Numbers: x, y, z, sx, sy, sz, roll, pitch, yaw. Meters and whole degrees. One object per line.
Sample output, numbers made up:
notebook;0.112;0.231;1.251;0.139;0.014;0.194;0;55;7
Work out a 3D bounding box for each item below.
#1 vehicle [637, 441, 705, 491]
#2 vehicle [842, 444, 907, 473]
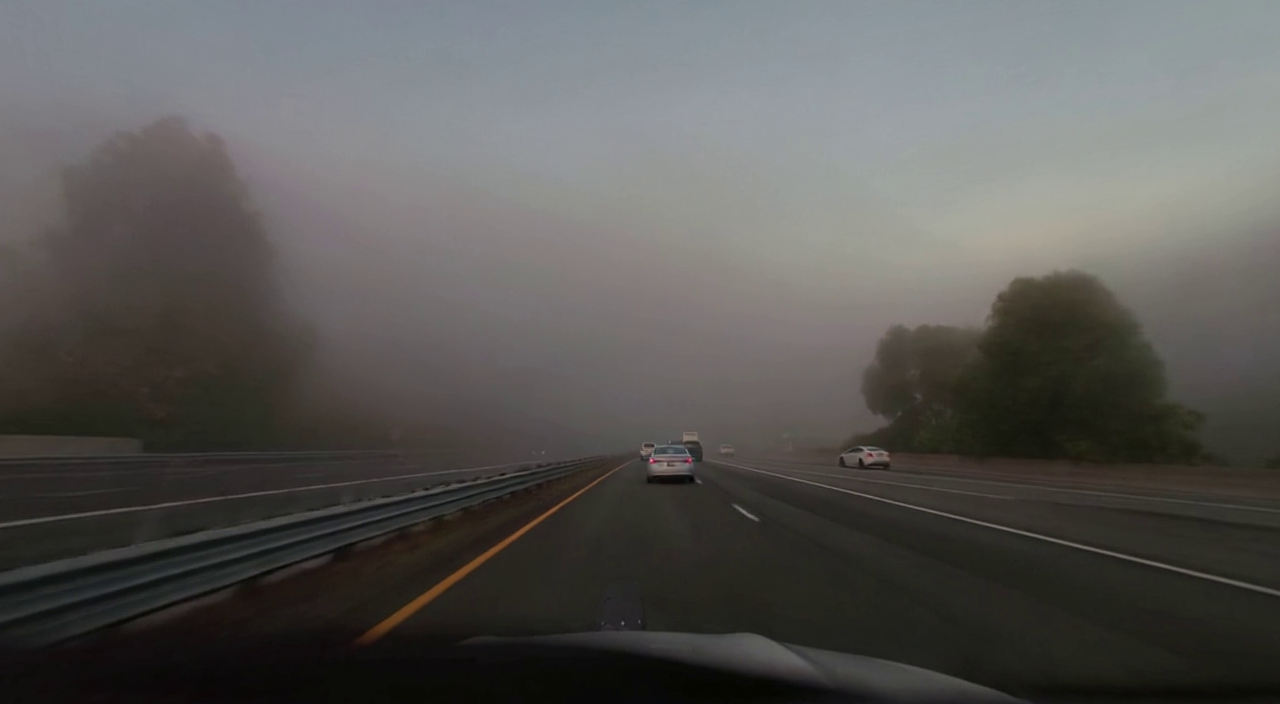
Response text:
vehicle;0.943;3.756;21.151;2.053;1.483;4.185;0;-9;0
vehicle;12.672;5.782;34.315;1.926;1.483;3.528;1;-9;-4
